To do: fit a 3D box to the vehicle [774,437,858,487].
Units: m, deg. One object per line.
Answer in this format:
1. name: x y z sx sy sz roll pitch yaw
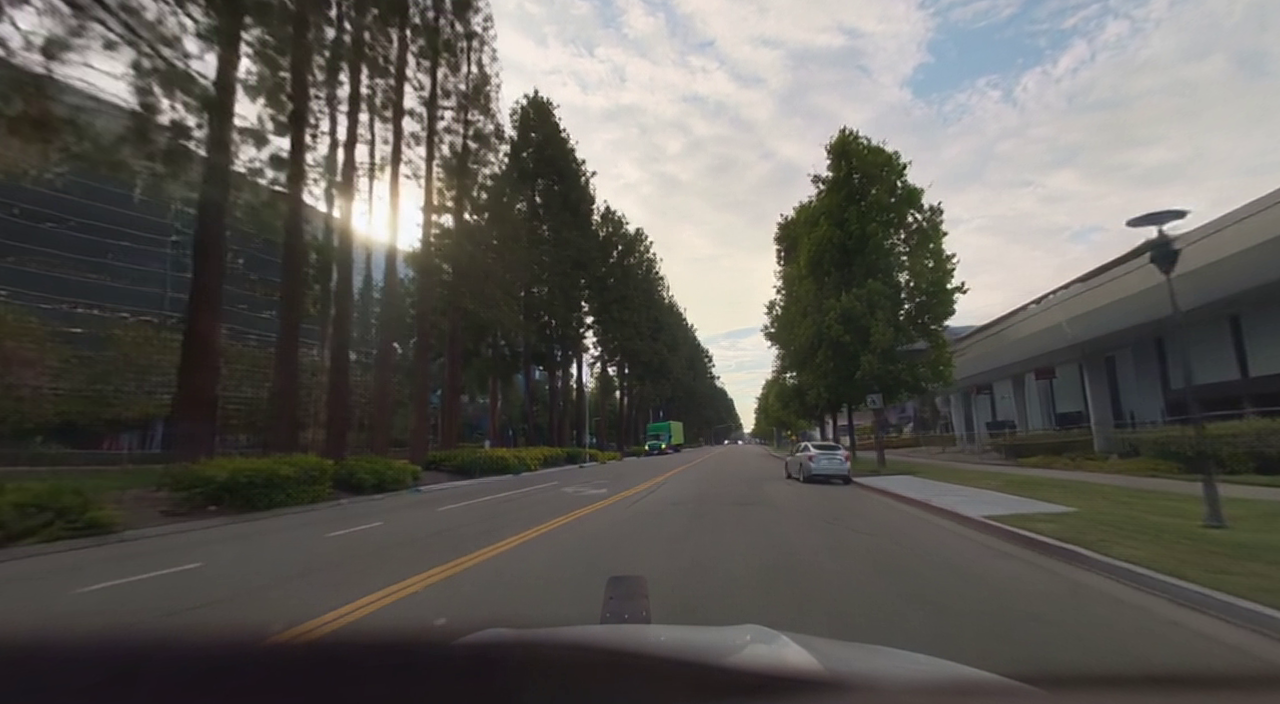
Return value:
1. vehicle: 5.969 3.766 21.916 2.098 1.509 4.389 -1 -8 6
